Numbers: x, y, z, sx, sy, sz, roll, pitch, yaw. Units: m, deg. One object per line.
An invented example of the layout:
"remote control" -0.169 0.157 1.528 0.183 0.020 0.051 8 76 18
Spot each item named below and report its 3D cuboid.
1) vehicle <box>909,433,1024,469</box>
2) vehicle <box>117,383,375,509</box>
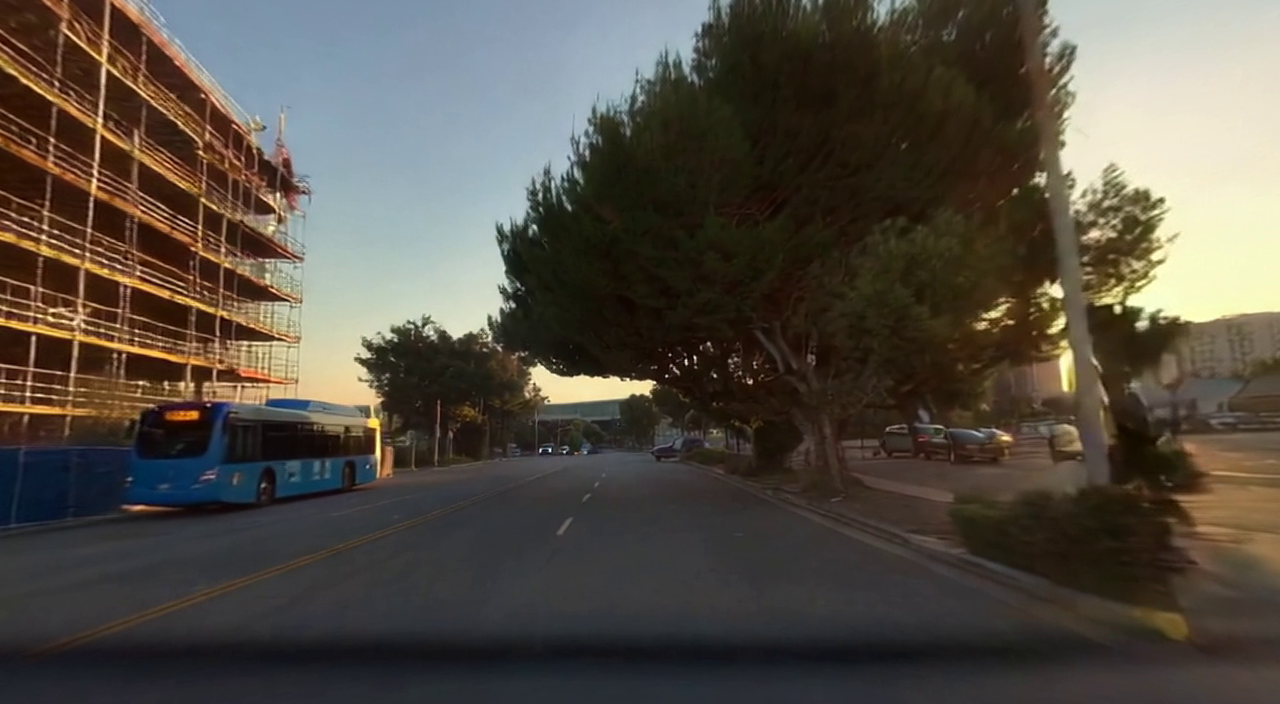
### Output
"vehicle" 13.943 4.259 27.125 3.897 1.470 1.829 0 -8 -1
"vehicle" -10.148 2.565 17.284 2.979 2.803 5.962 0 -9 2
